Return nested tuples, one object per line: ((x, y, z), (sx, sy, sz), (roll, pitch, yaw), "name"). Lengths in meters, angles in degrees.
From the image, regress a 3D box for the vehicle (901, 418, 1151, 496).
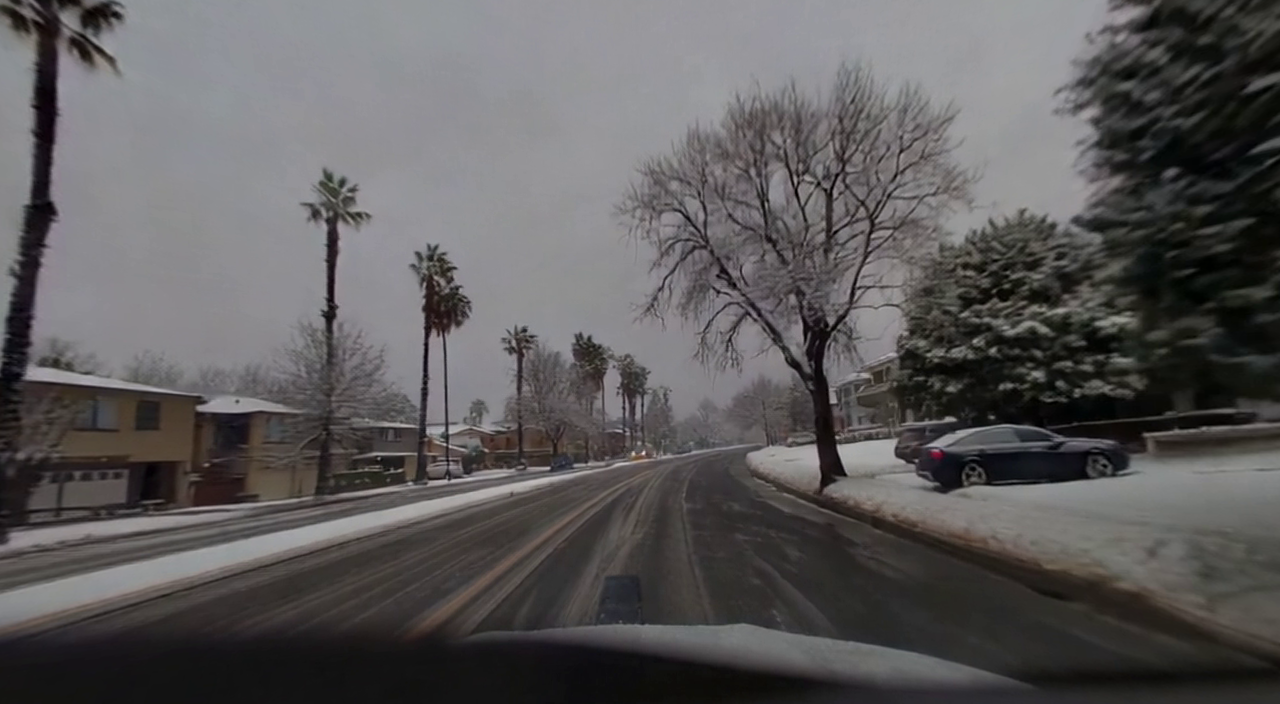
((9.060, 2.505, 15.174), (4.646, 1.687, 1.975), (-1, -8, 0), "vehicle")
